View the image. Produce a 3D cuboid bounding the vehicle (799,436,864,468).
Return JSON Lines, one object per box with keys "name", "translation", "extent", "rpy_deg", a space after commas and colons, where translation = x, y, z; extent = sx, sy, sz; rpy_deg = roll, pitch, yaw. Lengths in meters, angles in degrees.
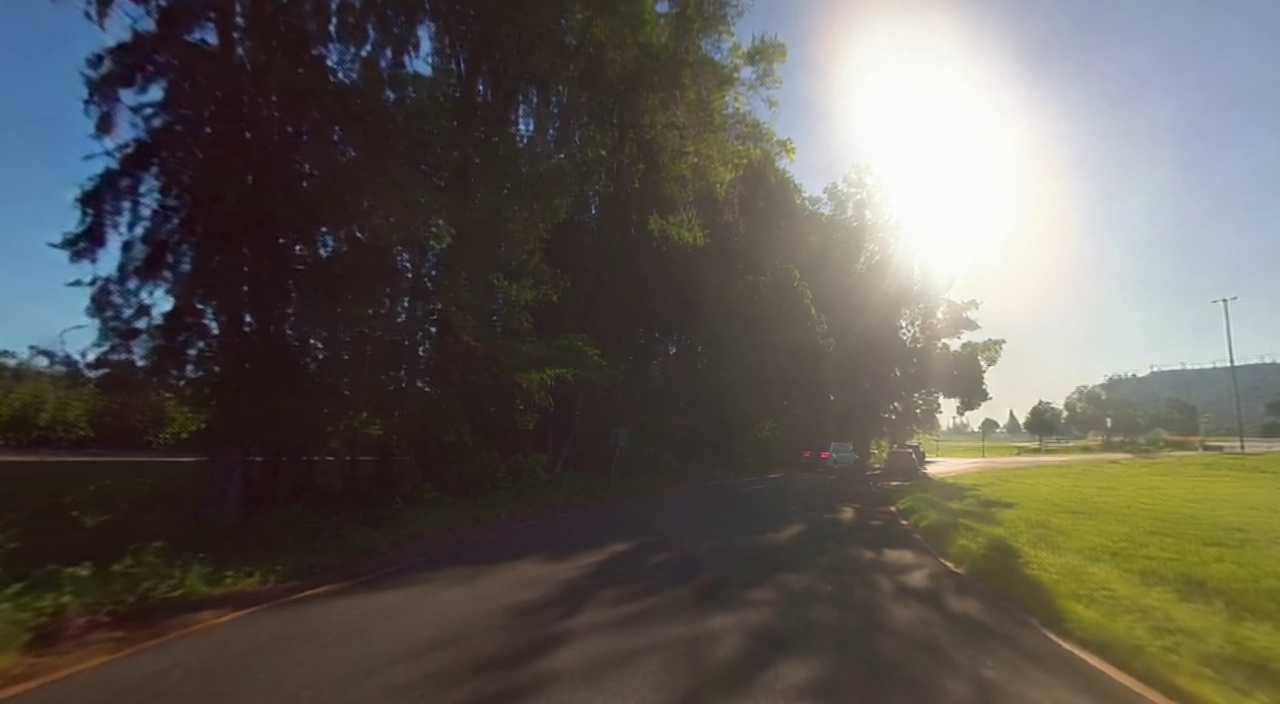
{"name": "vehicle", "translation": [11.611, 6.016, 37.950], "extent": [1.988, 1.789, 4.257], "rpy_deg": [-7, -11, 44]}
